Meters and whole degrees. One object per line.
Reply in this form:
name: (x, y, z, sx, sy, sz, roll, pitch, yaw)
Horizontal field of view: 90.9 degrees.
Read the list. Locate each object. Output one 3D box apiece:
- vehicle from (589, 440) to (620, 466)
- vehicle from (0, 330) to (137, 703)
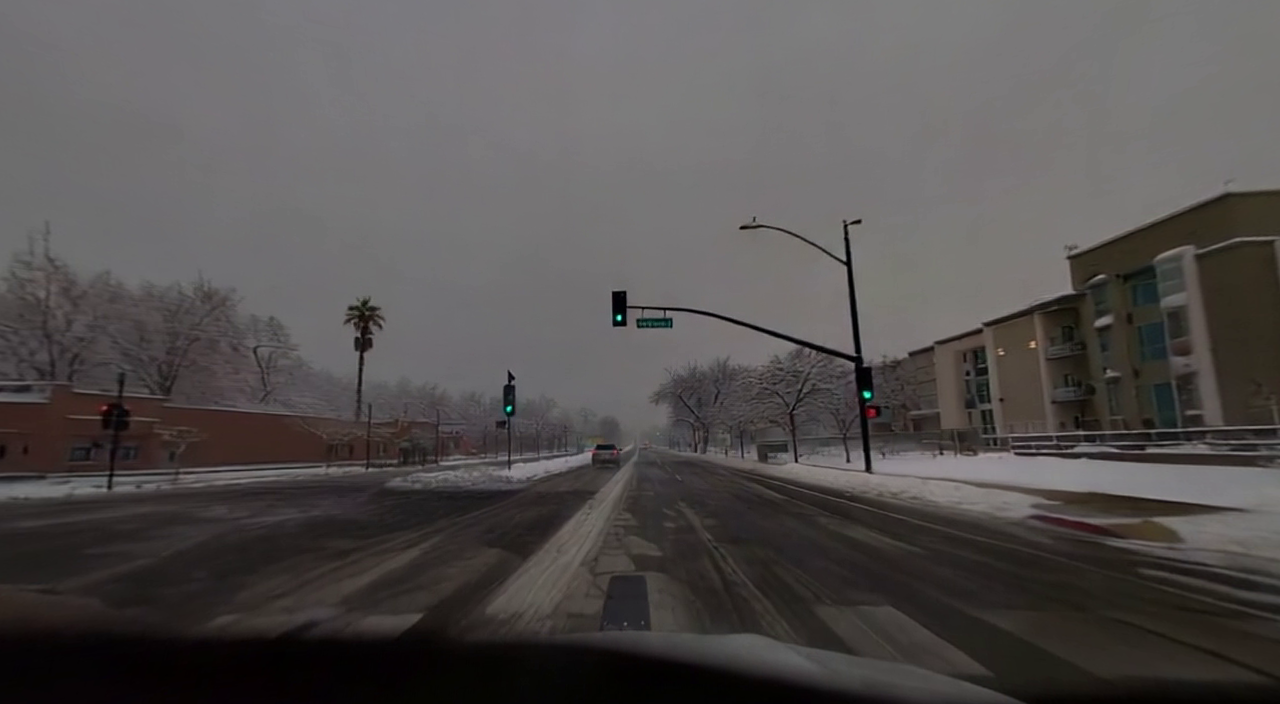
vehicle: (-2.487, 7.210, 45.087, 2.011, 1.756, 4.478, 0, -9, 0)
vehicle: (-3.315, 0.557, 0.941, 1.751, 1.693, 3.998, 0, -9, 0)
